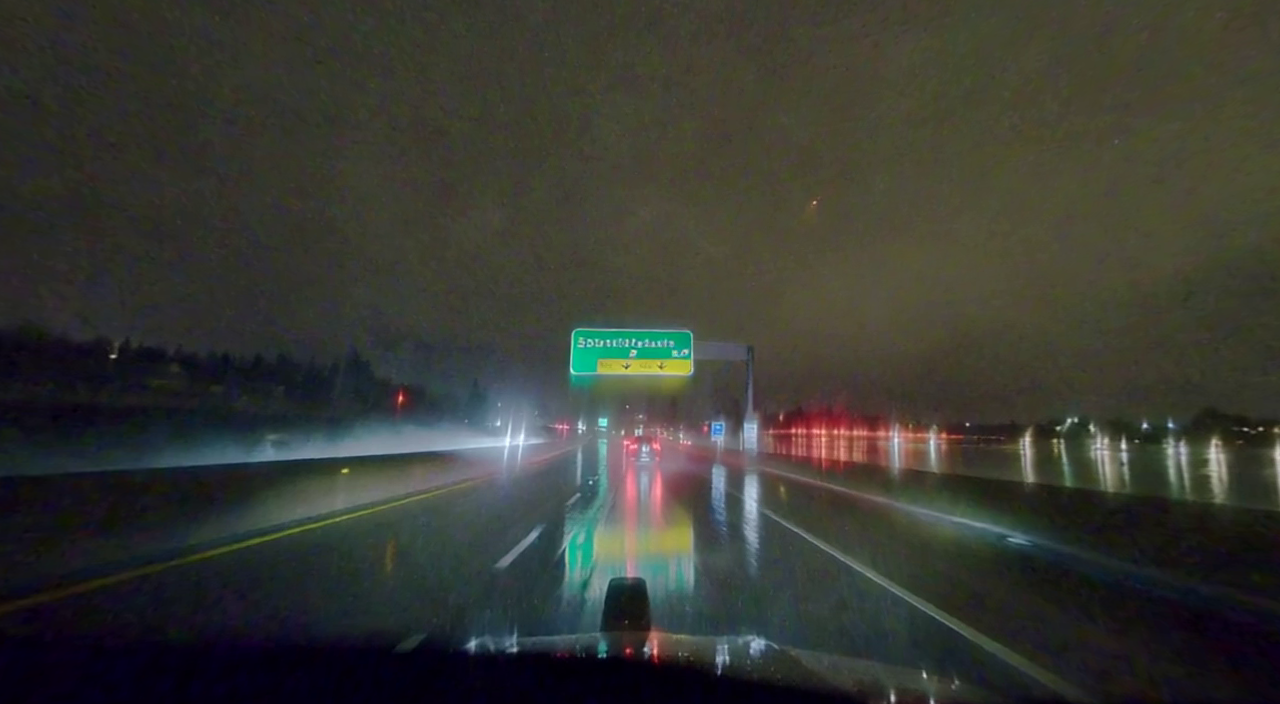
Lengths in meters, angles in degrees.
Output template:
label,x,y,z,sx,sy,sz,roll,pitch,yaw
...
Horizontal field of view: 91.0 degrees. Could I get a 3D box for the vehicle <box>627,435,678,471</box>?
label,x,y,z,sx,sy,sz,roll,pitch,yaw
vehicle,0.514,4.566,28.639,2.130,1.512,4.057,0,-8,0
